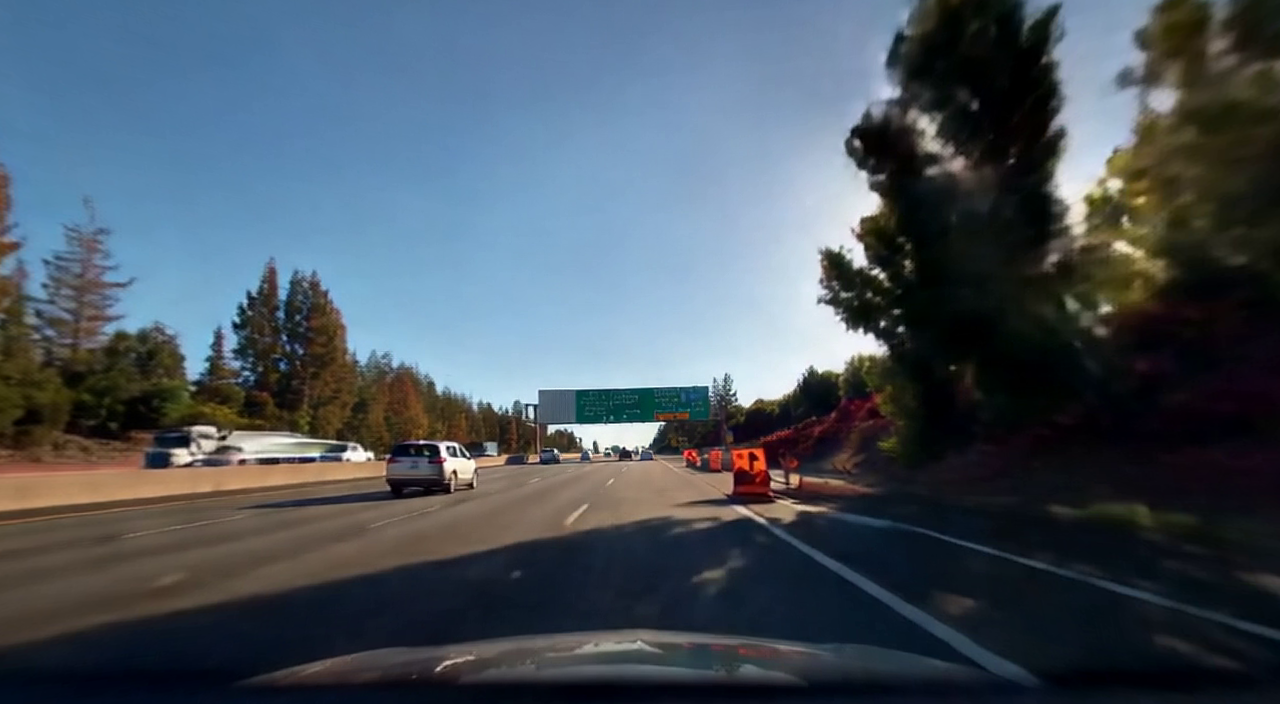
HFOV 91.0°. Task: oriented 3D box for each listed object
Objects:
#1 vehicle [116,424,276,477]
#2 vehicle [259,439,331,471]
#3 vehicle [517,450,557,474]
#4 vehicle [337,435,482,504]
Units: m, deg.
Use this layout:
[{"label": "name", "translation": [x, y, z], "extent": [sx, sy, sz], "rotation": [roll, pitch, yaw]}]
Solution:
[{"label": "vehicle", "translation": [-30.016, 6.770, 43.530], "extent": [3.172, 3.191, 10.560], "rotation": [0, -9, 2]}, {"label": "vehicle", "translation": [-18.567, 5.560, 34.047], "extent": [1.761, 1.619, 3.719], "rotation": [0, -9, -1]}, {"label": "vehicle", "translation": [-6.833, 7.341, 42.172], "extent": [1.895, 1.506, 4.245], "rotation": [0, -9, 0]}, {"label": "vehicle", "translation": [-6.399, 3.315, 18.224], "extent": [2.402, 1.733, 4.512], "rotation": [0, -9, 1]}]
